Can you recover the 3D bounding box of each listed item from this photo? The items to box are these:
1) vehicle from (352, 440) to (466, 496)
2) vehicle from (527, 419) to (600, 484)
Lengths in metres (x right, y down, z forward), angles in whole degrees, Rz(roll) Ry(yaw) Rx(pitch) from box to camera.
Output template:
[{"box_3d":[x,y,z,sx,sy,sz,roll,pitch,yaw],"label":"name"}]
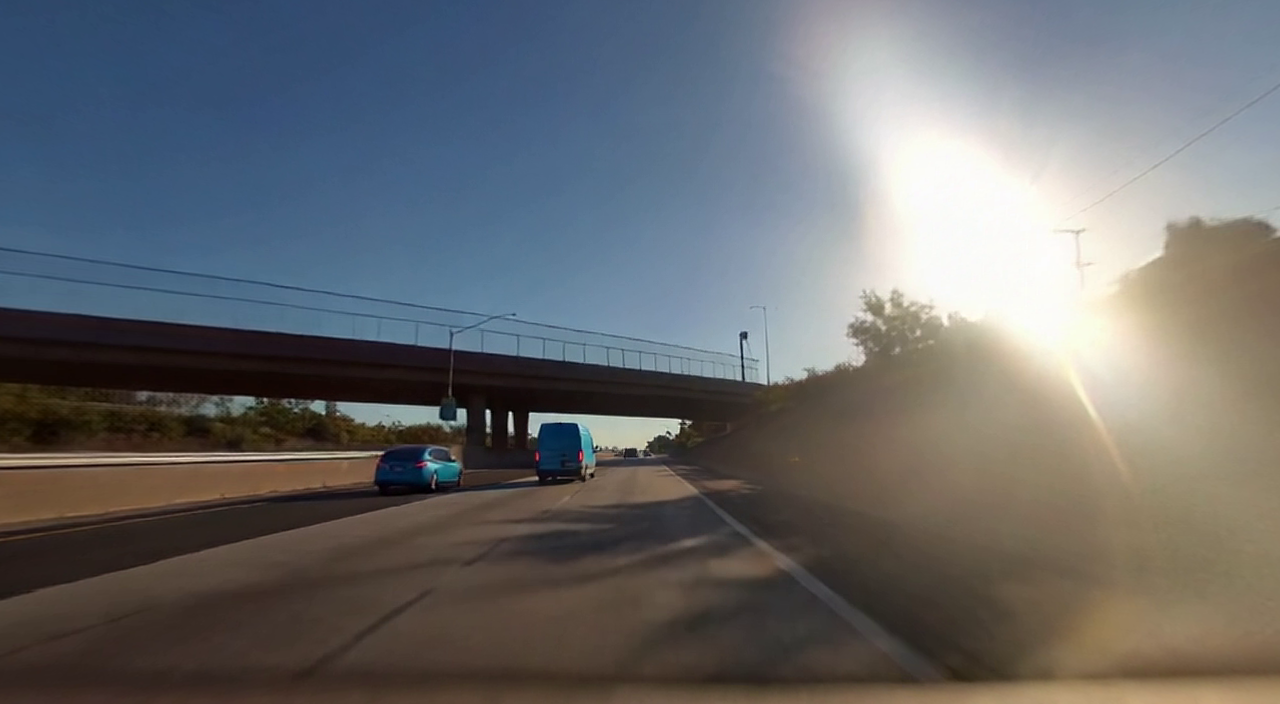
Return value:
[{"box_3d":[-7.564,3.829,21.206,2.164,1.664,4.252,0,-9,1],"label":"vehicle"},{"box_3d":[-3.211,4.397,28.016,2.437,2.565,5.829,0,-9,1],"label":"vehicle"}]
